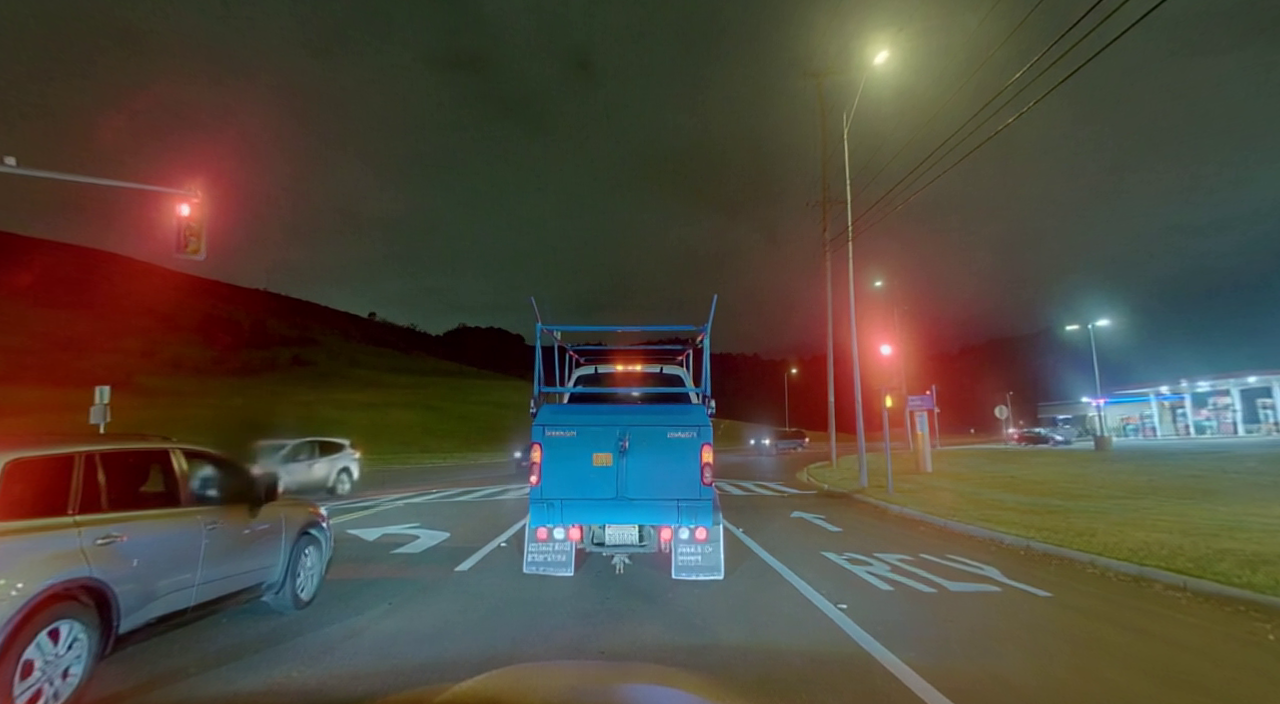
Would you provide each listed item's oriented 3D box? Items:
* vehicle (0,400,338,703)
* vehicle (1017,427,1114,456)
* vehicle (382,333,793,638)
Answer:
[{"bbox_3d":[-3.958,1.193,3.989,2.017,1.555,4.150,-1,-9,0],"label":"vehicle"},{"bbox_3d":[25.574,5.397,37.930,4.419,1.496,1.854,-2,-9,1],"label":"vehicle"},{"bbox_3d":[-0.420,1.327,7.216,2.859,2.144,5.406,0,-9,-1],"label":"vehicle"}]
